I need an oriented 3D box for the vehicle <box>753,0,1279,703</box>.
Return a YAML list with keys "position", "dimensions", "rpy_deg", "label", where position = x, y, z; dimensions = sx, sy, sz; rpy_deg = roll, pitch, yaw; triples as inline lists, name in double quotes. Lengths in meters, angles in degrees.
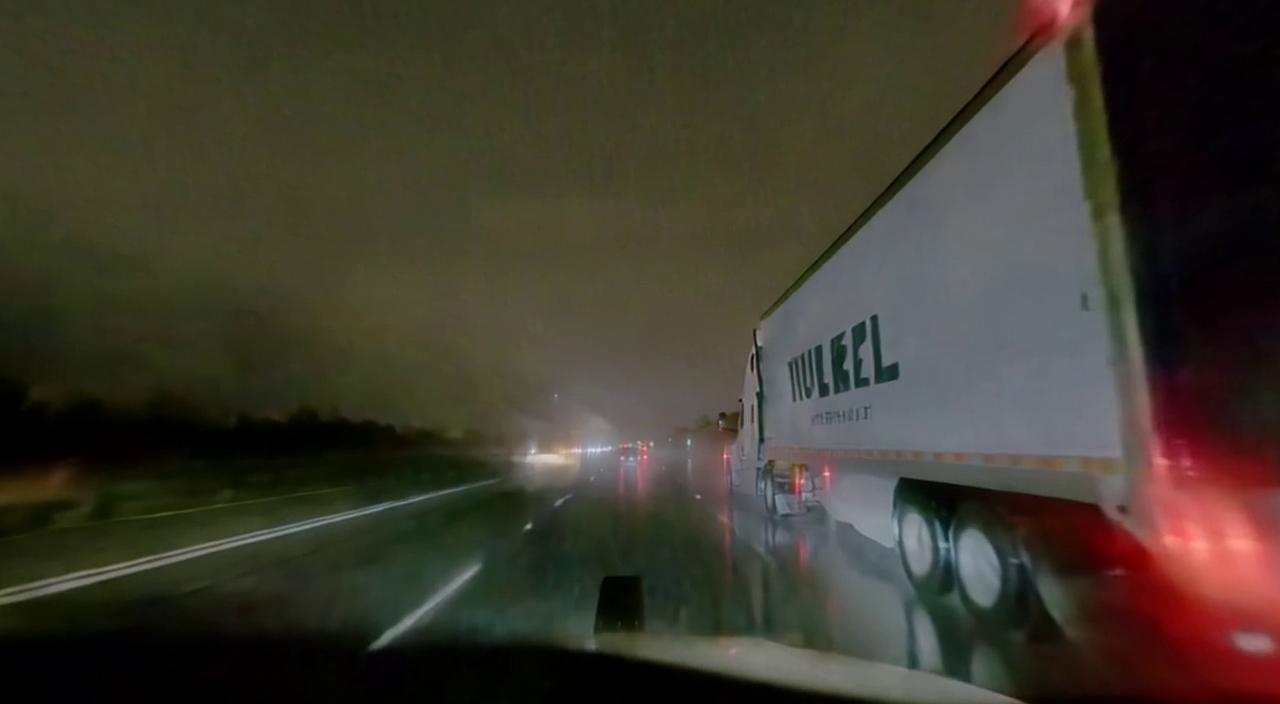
- position: [3.990, 0.607, 7.989]
  dimensions: [3.027, 3.989, 10.585]
  rpy_deg: [0, -9, 0]
  label: "vehicle"
